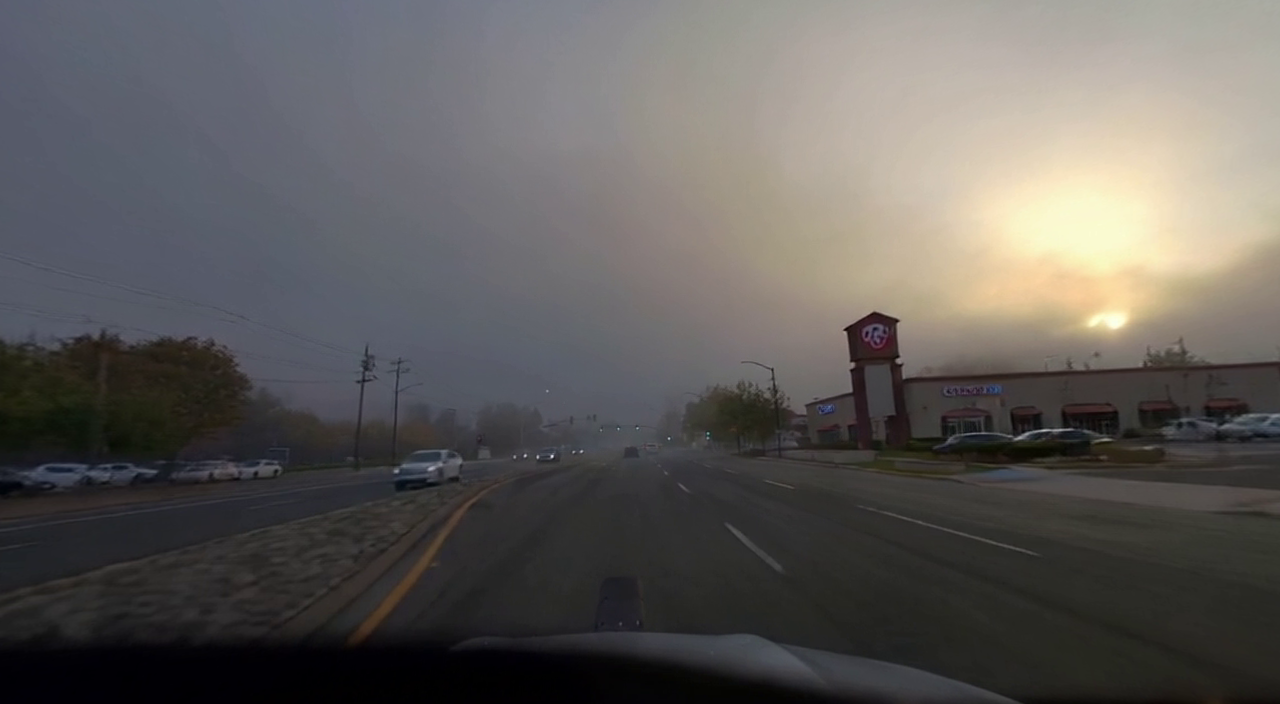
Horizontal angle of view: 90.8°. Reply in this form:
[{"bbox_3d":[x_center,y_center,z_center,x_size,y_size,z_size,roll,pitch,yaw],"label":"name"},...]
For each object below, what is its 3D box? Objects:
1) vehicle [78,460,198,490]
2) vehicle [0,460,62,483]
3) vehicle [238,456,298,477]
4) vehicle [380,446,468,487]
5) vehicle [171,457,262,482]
[{"bbox_3d":[-28.165,6.892,35.643,4.893,1.460,1.986,4,-10,-26],"label":"vehicle"},{"bbox_3d":[-47.420,9.103,48.089,4.717,1.614,1.990,0,-9,0],"label":"vehicle"},{"bbox_3d":[-28.567,8.830,48.606,3.753,1.432,1.665,3,-11,-26],"label":"vehicle"},{"bbox_3d":[-8.698,4.621,25.889,1.959,1.505,4.622,0,-9,0],"label":"vehicle"},{"bbox_3d":[-28.392,7.862,42.534,4.740,1.480,1.923,2,-10,-20],"label":"vehicle"}]
